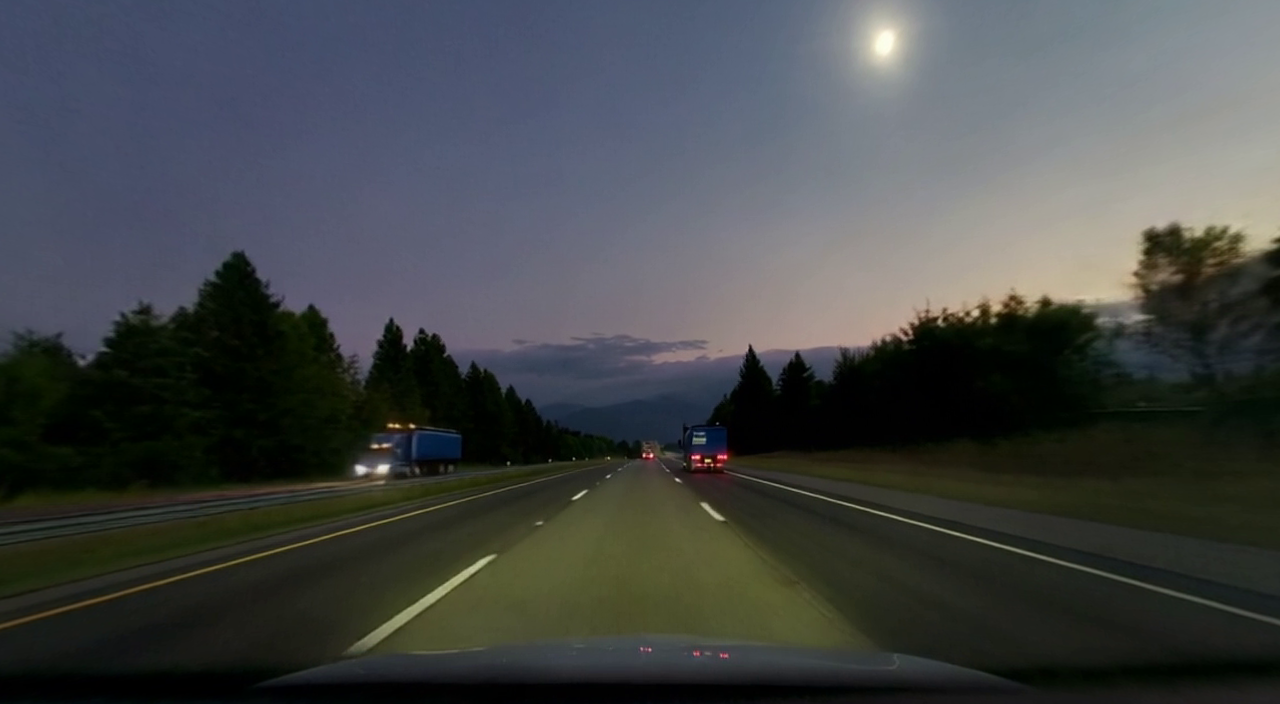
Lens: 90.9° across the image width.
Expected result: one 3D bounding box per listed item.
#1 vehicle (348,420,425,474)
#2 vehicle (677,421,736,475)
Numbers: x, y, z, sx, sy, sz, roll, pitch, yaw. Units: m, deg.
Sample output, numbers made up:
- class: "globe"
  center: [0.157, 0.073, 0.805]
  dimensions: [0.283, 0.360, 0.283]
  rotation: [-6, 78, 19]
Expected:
- class: "vehicle"
  center: [-18.436, 6.989, 46.343]
  dimensions: [3.021, 3.652, 5.902]
  rotation: [0, -9, 1]
- class: "vehicle"
  center: [3.655, 5.472, 35.883]
  dimensions: [2.572, 2.795, 5.978]
  rotation: [0, -9, -1]
